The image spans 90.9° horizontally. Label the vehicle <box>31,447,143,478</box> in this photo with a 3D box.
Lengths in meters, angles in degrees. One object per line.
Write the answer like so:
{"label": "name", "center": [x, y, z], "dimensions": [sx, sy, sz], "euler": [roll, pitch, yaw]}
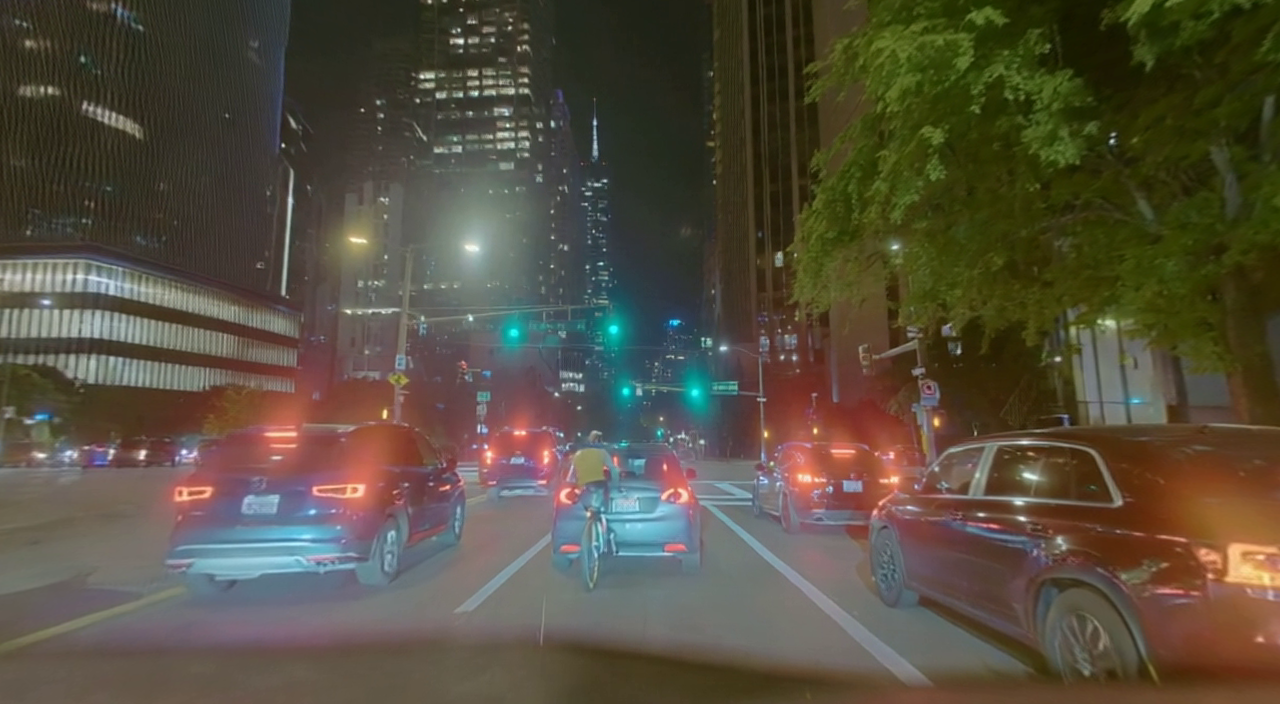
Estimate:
{"label": "vehicle", "center": [-28.287, 5.644, 32.340], "dimensions": [4.102, 1.425, 1.724], "euler": [1, -9, 3]}

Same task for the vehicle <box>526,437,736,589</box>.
{"label": "vehicle", "center": [-0.078, 1.845, 8.056], "dimensions": [2.031, 1.461, 3.763], "euler": [0, -8, 0]}

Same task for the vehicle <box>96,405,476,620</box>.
{"label": "vehicle", "center": [-3.501, 1.646, 7.488], "dimensions": [2.046, 1.744, 4.407], "euler": [0, -8, -2]}

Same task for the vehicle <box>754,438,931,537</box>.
{"label": "vehicle", "center": [3.594, 2.461, 12.199], "dimensions": [1.973, 1.537, 4.533], "euler": [0, -8, 1]}

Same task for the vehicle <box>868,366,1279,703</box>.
{"label": "vehicle", "center": [3.361, 1.145, 4.081], "dimensions": [2.179, 1.631, 4.173], "euler": [0, -8, 0]}
